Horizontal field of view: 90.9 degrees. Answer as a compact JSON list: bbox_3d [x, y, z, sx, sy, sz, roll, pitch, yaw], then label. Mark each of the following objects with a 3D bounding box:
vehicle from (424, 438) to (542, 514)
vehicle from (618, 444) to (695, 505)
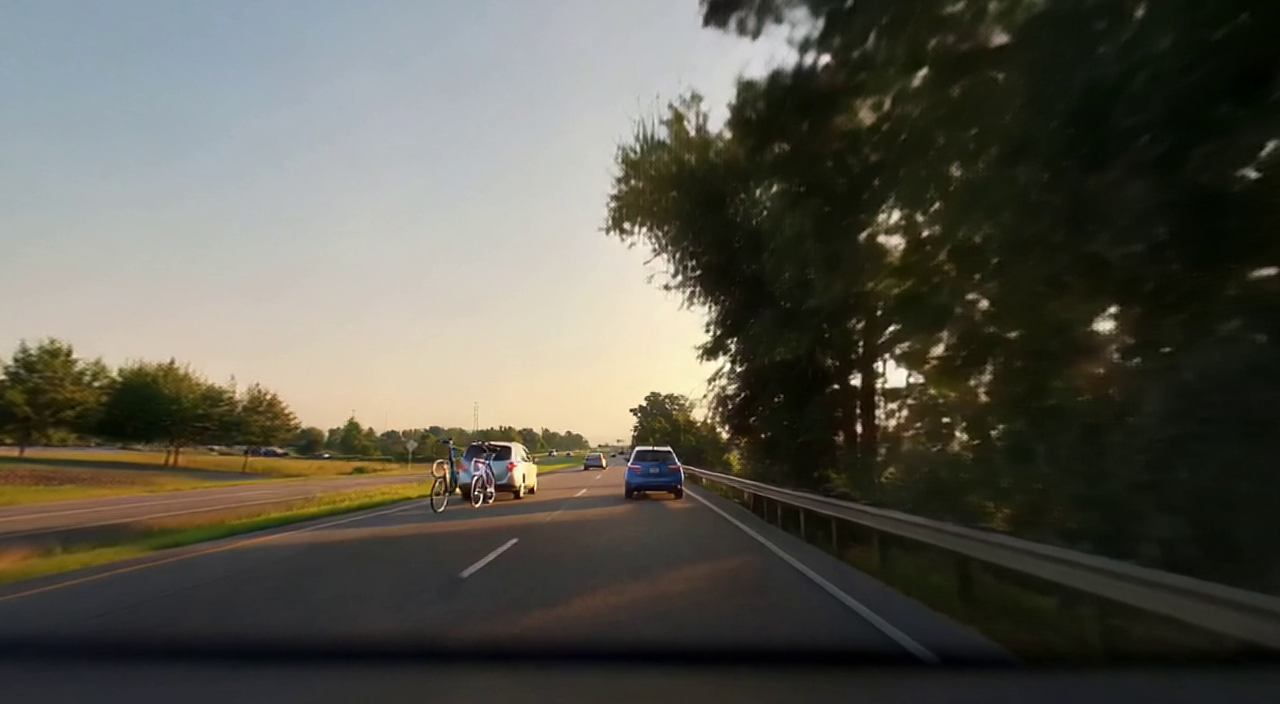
[{"bbox_3d":[-3.861,3.124,16.300,1.962,1.681,4.033,0,-9,1],"label":"vehicle"},{"bbox_3d":[0.407,3.606,18.951,2.063,1.582,3.955,0,-9,-1],"label":"vehicle"}]
